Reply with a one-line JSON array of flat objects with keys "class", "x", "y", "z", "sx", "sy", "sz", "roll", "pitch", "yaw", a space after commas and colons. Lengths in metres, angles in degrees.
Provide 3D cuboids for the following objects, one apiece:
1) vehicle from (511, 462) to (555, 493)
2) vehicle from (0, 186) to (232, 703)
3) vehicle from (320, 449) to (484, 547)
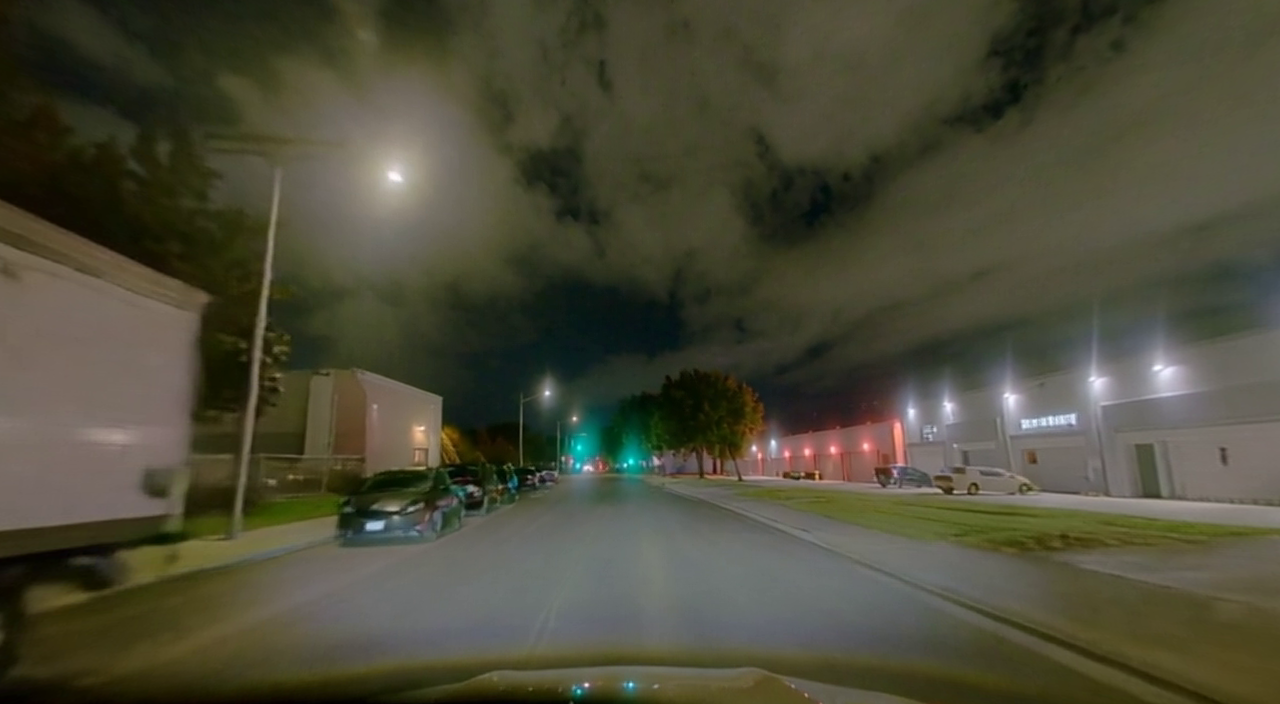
[{"class": "vehicle", "x": -5.957, "y": 7.043, "z": 35.516, "sx": 1.882, "sy": 1.606, "sz": 4.191, "roll": 1, "pitch": -11, "yaw": -2}, {"class": "vehicle", "x": -4.246, "y": 0.357, "z": 2.081, "sx": 2.242, "sy": 2.726, "sz": 5.581, "roll": 1, "pitch": -11, "yaw": -4}, {"class": "vehicle", "x": -4.723, "y": 2.911, "z": 13.286, "sx": 1.886, "sy": 1.640, "sz": 4.311, "roll": 2, "pitch": -9, "yaw": -3}]
